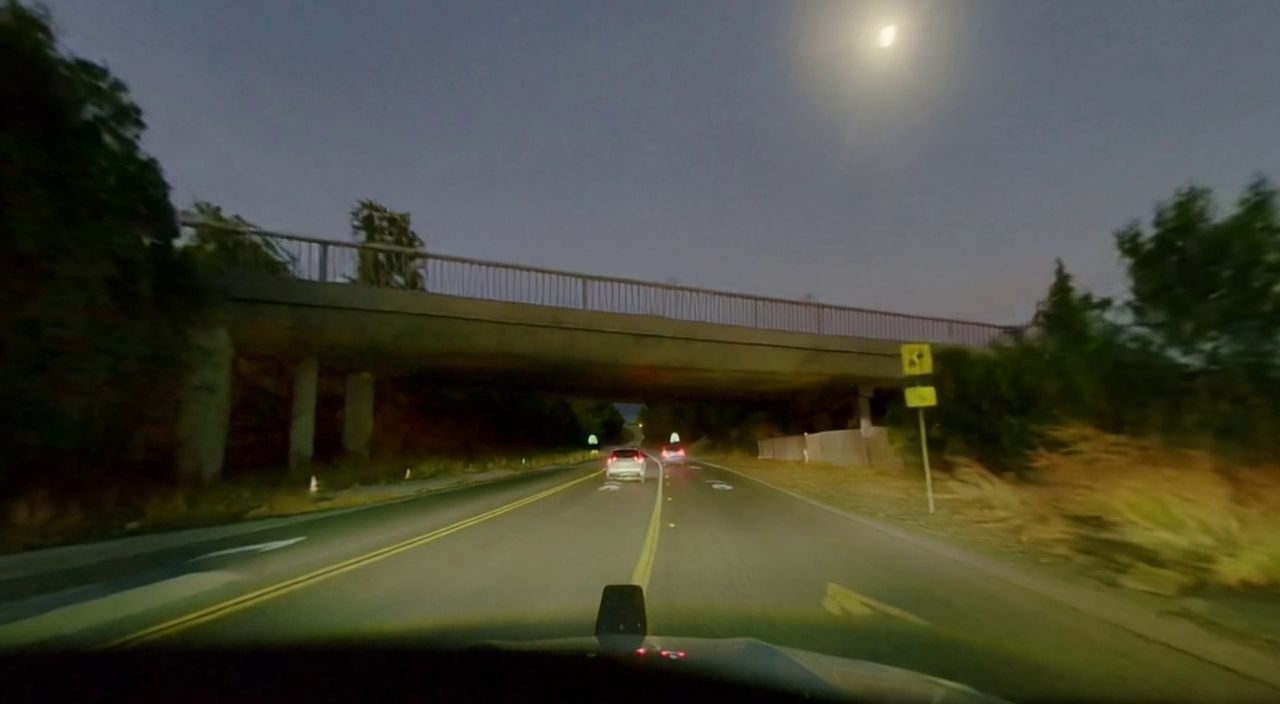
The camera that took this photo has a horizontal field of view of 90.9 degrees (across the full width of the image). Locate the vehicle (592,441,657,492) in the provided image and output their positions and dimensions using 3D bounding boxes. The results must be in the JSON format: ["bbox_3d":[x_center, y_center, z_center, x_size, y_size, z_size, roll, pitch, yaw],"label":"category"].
[{"bbox_3d":[-0.480,3.909,21.731,2.037,1.601,3.643,0,-9,0],"label":"vehicle"}]

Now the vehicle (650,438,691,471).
[{"bbox_3d":[1.930,6.662,41.008,2.273,2.010,4.396,0,-9,-2],"label":"vehicle"}]
